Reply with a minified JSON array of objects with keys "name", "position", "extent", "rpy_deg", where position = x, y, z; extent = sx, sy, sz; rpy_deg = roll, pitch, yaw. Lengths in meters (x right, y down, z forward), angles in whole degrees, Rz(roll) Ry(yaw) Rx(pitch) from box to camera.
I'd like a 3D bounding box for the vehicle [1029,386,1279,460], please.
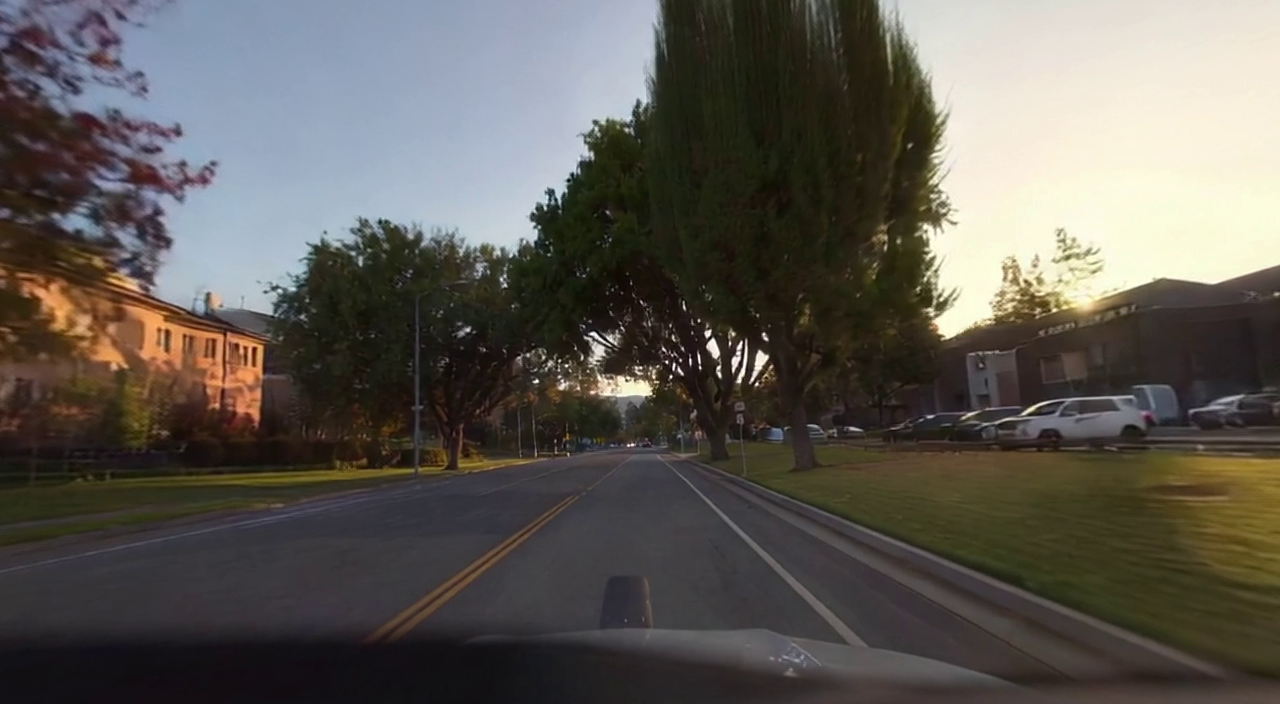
[{"name":"vehicle","position":[12.374,1.766,15.458],"extent":[4.284,1.663,2.031],"rpy_deg":[0,-8,1]}]
